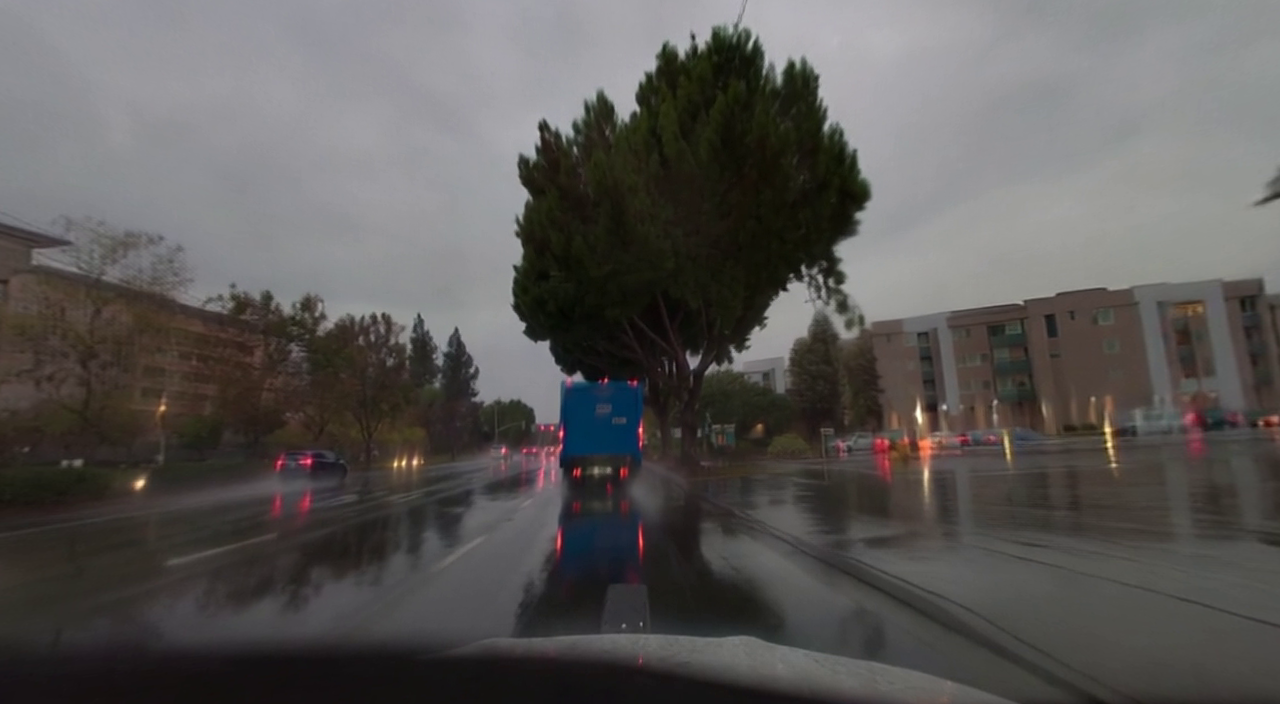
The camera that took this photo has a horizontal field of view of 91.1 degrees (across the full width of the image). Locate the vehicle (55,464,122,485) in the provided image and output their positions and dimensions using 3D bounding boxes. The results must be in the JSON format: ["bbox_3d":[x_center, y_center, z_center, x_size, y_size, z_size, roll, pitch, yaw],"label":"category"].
[{"bbox_3d":[-42.027,9.308,47.876,1.645,1.416,3.497,-5,-10,36],"label":"vehicle"}]

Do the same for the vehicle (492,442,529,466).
[{"bbox_3d":[-9.994,7.923,48.784,2.095,1.759,4.433,0,-8,-2],"label":"vehicle"}]

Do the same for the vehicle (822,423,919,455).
[{"bbox_3d":[11.994,4.562,32.875,4.321,1.579,1.823,1,-8,-3],"label":"vehicle"}]

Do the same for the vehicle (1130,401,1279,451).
[{"bbox_3d":[25.424,3.246,27.665,5.850,2.049,2.317,0,-8,-5],"label":"vehicle"}]

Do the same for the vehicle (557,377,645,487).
[{"bbox_3d":[-1.556,3.316,25.382,2.905,3.644,8.807,1,-8,-3],"label":"vehicle"}]

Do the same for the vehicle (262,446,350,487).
[{"bbox_3d":[-14.957,5.109,28.370,1.958,1.672,4.283,1,-8,-6],"label":"vehicle"}]

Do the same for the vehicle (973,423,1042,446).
[{"bbox_3d":[24.166,5.445,41.293,3.537,1.393,1.581,1,-10,-5],"label":"vehicle"}]

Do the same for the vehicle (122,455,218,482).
[{"bbox_3d":[-36.656,9.112,49.076,5.452,1.994,2.312,0,-8,-3],"label":"vehicle"}]
